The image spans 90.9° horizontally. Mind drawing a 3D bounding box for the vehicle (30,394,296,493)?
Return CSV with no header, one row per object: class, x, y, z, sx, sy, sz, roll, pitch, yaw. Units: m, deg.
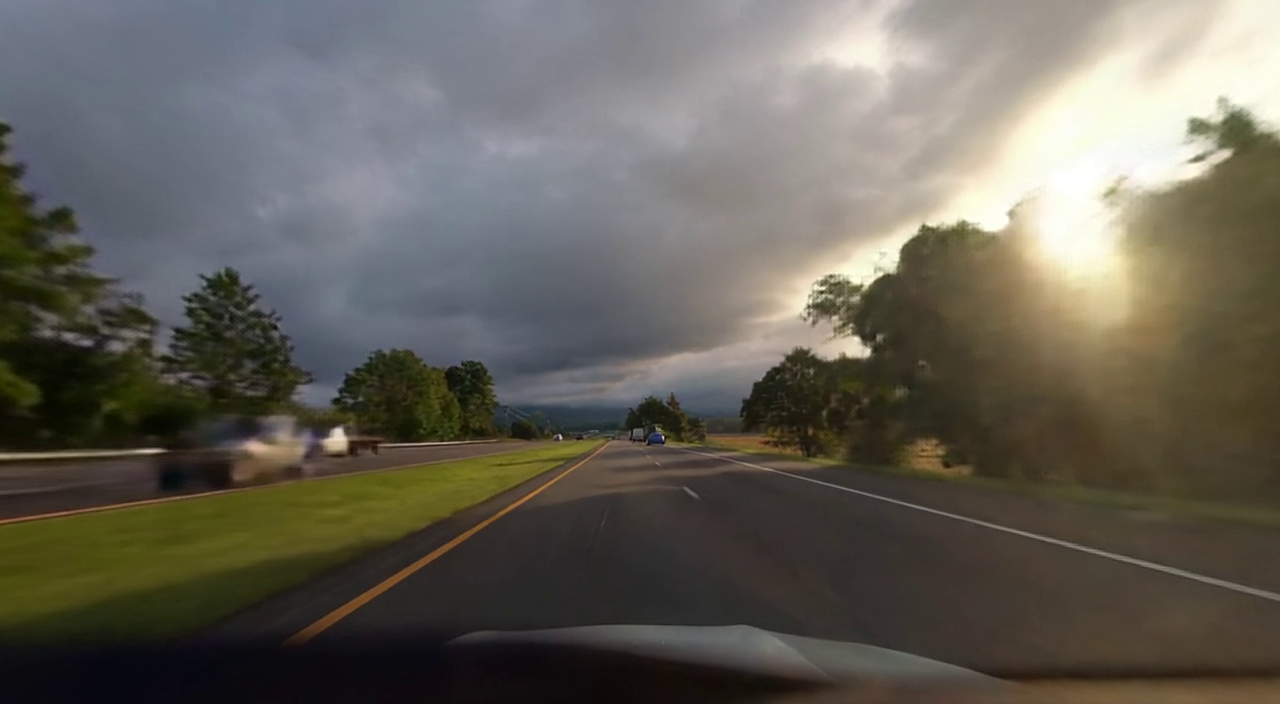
vehicle,-8.784,1.739,12.208,1.925,1.581,4.138,0,-8,-1
